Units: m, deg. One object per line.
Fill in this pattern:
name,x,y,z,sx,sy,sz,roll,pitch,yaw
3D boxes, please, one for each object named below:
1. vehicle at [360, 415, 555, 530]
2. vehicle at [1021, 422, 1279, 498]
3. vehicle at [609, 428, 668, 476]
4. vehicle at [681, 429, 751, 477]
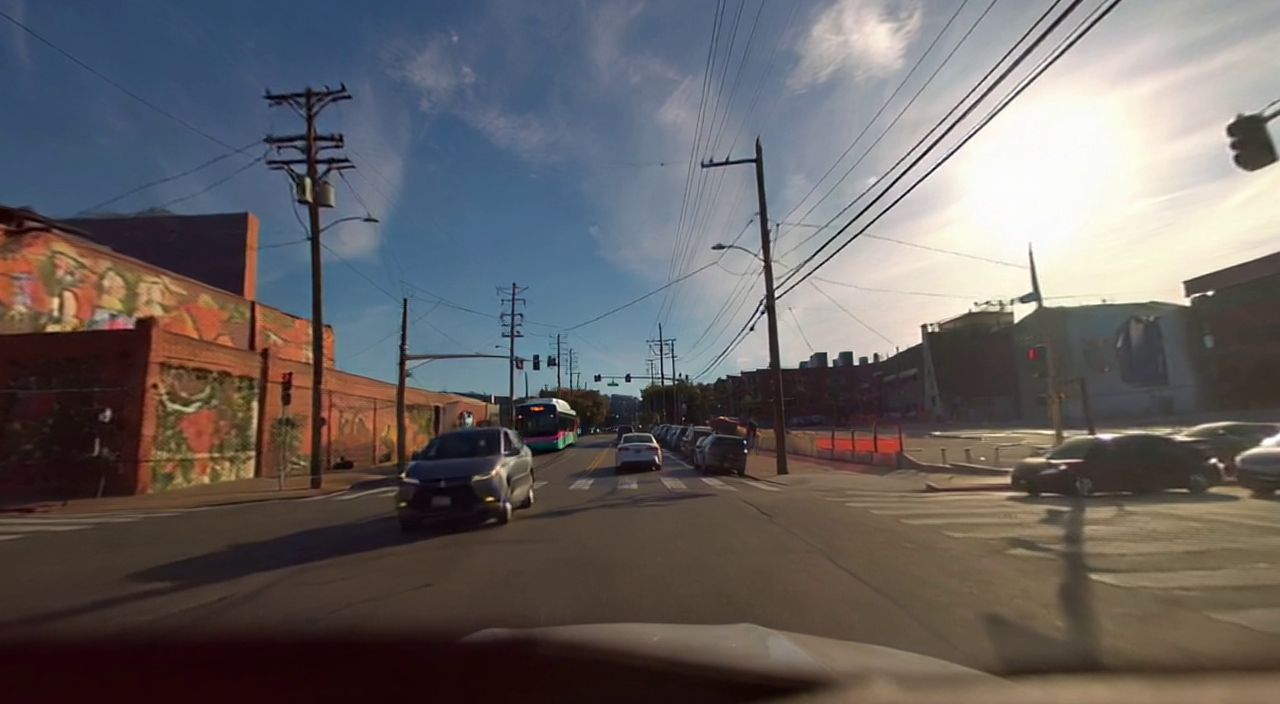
vehicle,-3.480,2.473,13.664,2.474,1.926,5.823,0,-9,0
vehicle,12.024,2.558,15.022,4.576,1.650,1.980,-1,-9,2
vehicle,-0.125,4.063,25.754,2.190,1.783,4.048,0,-9,-2
vehicle,2.912,4.056,25.379,2.171,1.751,4.373,0,-9,-1
